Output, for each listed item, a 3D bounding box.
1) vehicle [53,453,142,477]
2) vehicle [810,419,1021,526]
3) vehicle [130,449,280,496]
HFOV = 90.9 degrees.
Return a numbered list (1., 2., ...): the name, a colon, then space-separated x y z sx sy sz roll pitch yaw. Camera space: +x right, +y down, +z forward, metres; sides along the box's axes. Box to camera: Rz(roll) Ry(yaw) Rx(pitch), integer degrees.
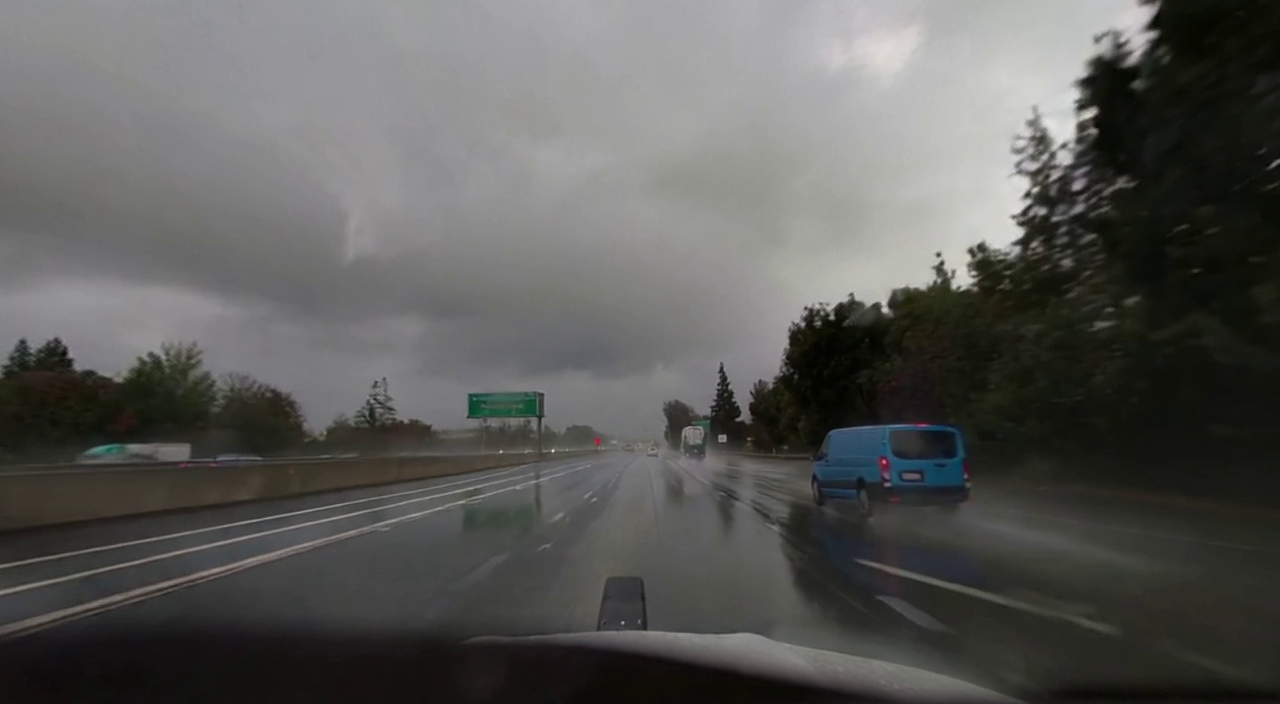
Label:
1. vehicle: -34.474 7.176 40.224 1.603 1.342 4.588 0 -9 0
2. vehicle: 5.316 2.381 12.984 1.971 1.795 4.389 1 -9 -6
3. vehicle: -15.156 4.188 22.355 1.903 1.486 4.666 0 -9 1
